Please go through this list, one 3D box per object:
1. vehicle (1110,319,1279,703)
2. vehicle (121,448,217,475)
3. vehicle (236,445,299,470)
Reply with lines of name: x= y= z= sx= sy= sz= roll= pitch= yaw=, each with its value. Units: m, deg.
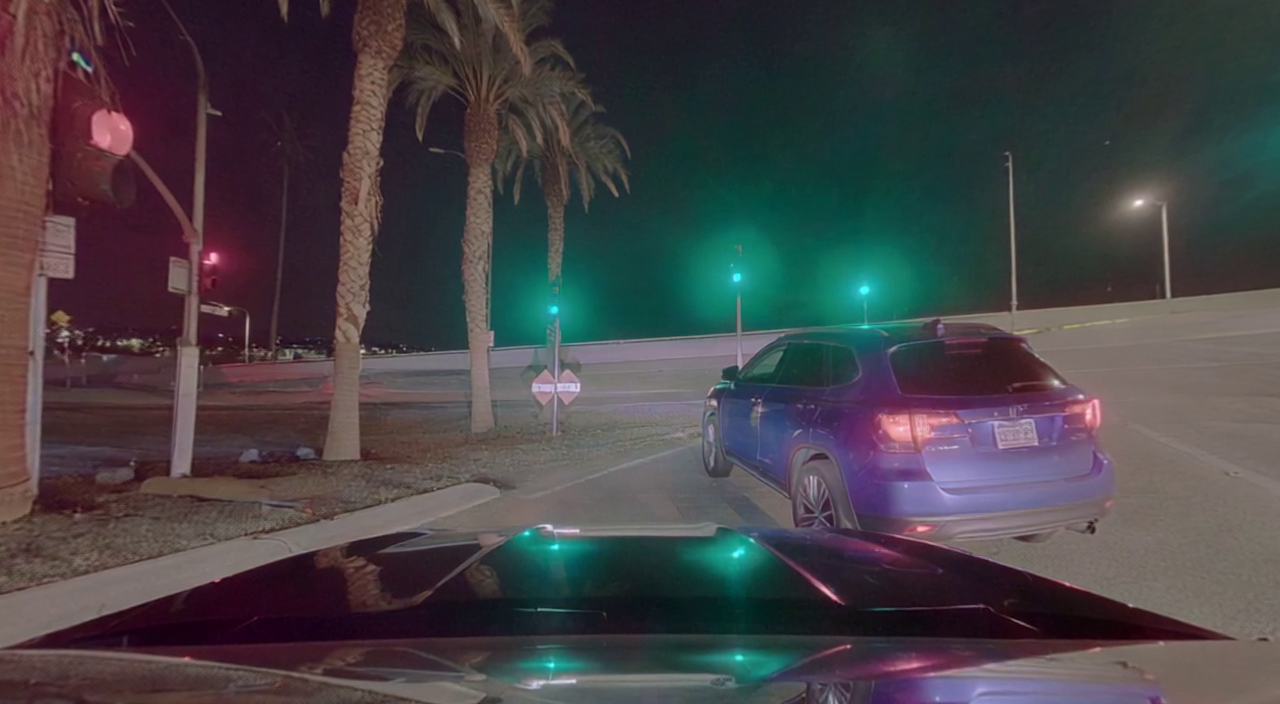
vehicle: x=3.457 y=0.526 z=0.801 sx=2.028 sy=1.770 sz=4.737 roll=0 pitch=-9 yaw=0
vehicle: x=-26.564 y=6.164 z=35.687 sx=1.830 sy=1.443 sz=4.551 roll=0 pitch=-9 yaw=2
vehicle: x=-26.265 y=7.423 z=44.557 sx=1.941 sy=1.631 sz=4.017 roll=0 pitch=-9 yaw=0
